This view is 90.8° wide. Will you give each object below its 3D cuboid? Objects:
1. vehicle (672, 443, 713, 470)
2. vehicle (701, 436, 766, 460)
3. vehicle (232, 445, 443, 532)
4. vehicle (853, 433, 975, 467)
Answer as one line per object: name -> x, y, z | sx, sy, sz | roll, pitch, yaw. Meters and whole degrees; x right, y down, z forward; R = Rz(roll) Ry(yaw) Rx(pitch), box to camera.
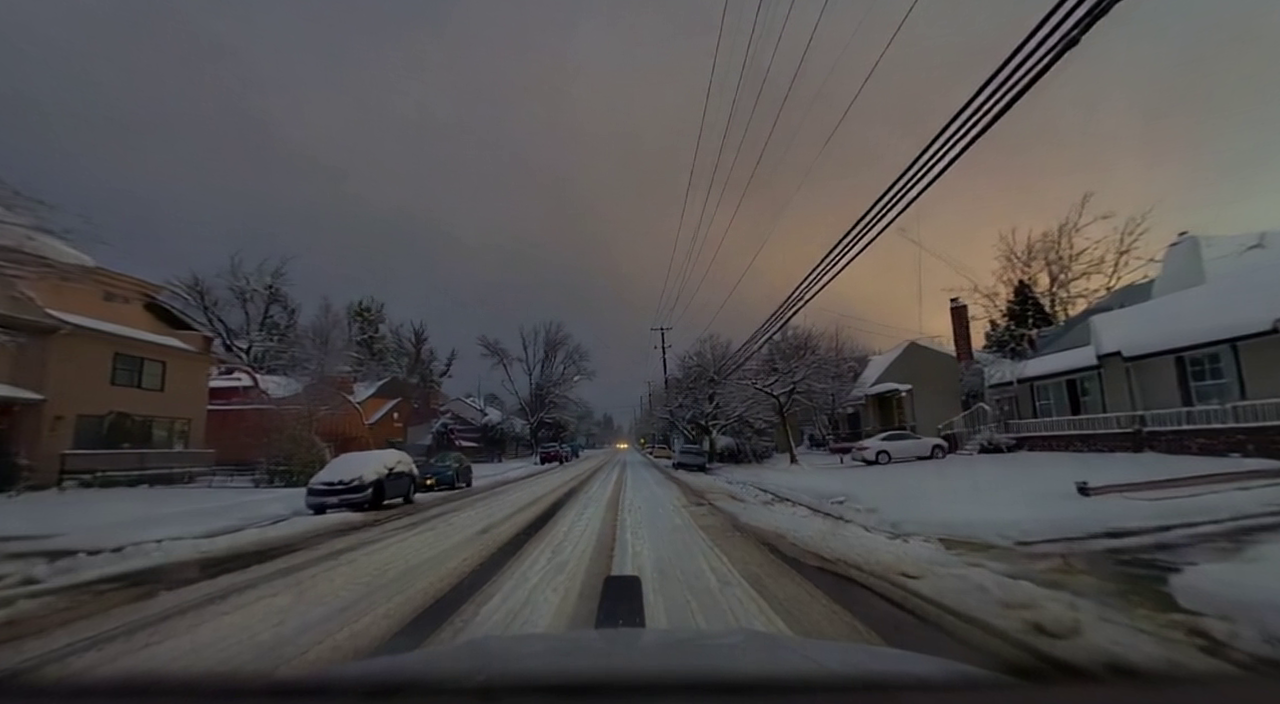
vehicle -> 3.038, 6.108, 37.249 | 1.925, 1.482, 4.326 | 0, -9, -2
vehicle -> 6.989, 7.216, 47.462 | 4.486, 1.788, 2.177 | 0, -9, -1
vehicle -> -6.243, 2.824, 13.943 | 2.208, 1.491, 5.089 | 0, -8, -1
vehicle -> 12.290, 4.419, 28.524 | 4.605, 1.492, 1.898 | 0, -9, 0
